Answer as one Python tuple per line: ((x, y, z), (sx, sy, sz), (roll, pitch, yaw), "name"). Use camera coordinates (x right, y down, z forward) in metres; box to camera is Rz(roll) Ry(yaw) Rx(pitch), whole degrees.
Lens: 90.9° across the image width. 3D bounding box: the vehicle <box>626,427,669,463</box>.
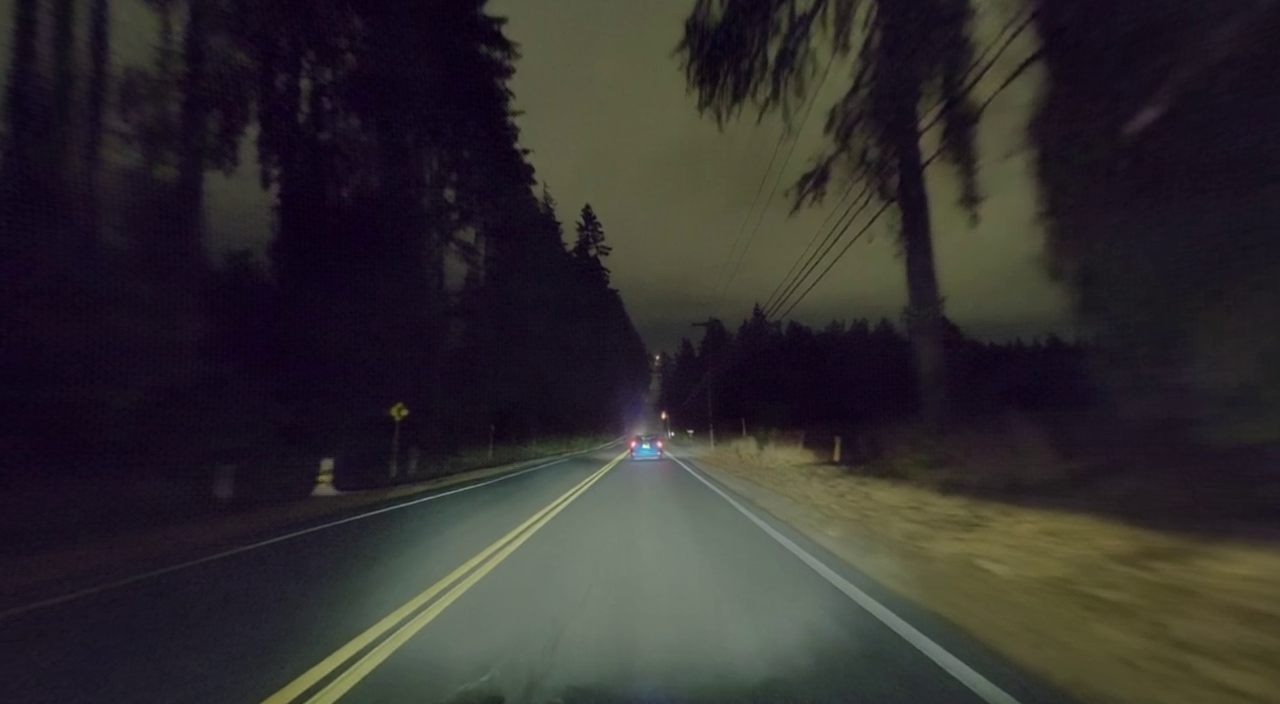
((0.403, 5.702, 38.599), (2.468, 2.056, 4.422), (0, -8, 0), "vehicle")
